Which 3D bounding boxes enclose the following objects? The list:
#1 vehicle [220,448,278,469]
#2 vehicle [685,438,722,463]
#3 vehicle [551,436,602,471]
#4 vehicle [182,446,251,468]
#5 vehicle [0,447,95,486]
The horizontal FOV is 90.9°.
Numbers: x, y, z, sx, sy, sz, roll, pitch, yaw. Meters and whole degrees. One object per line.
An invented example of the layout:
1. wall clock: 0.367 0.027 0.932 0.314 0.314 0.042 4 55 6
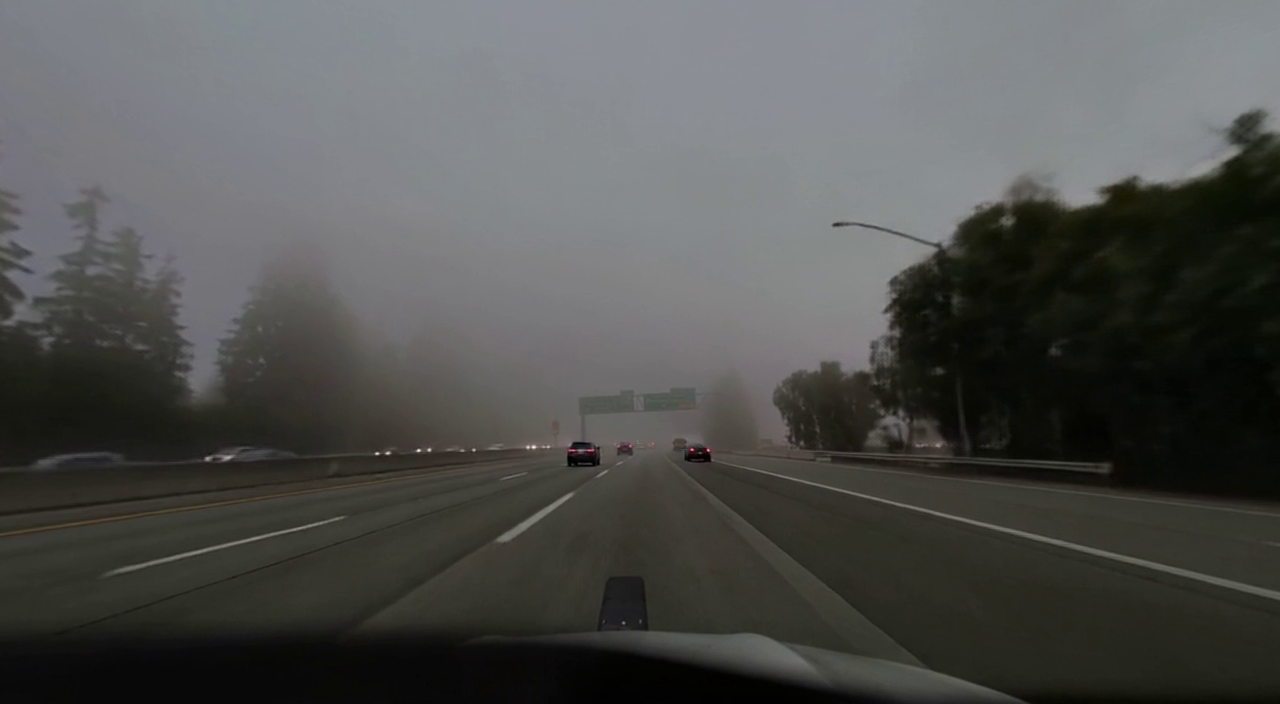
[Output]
1. vehicle: -27.665 7.515 44.728 1.710 1.405 3.610 0 -8 2
2. vehicle: 4.648 7.250 46.551 2.229 1.704 4.392 0 -8 0
3. vehicle: -3.354 5.467 34.257 2.196 1.733 4.355 0 -8 2
4. vehicle: -31.513 7.803 47.100 1.924 1.507 4.635 0 -8 1
5. vehicle: -24.641 4.545 25.397 1.758 1.424 3.903 0 -8 1
